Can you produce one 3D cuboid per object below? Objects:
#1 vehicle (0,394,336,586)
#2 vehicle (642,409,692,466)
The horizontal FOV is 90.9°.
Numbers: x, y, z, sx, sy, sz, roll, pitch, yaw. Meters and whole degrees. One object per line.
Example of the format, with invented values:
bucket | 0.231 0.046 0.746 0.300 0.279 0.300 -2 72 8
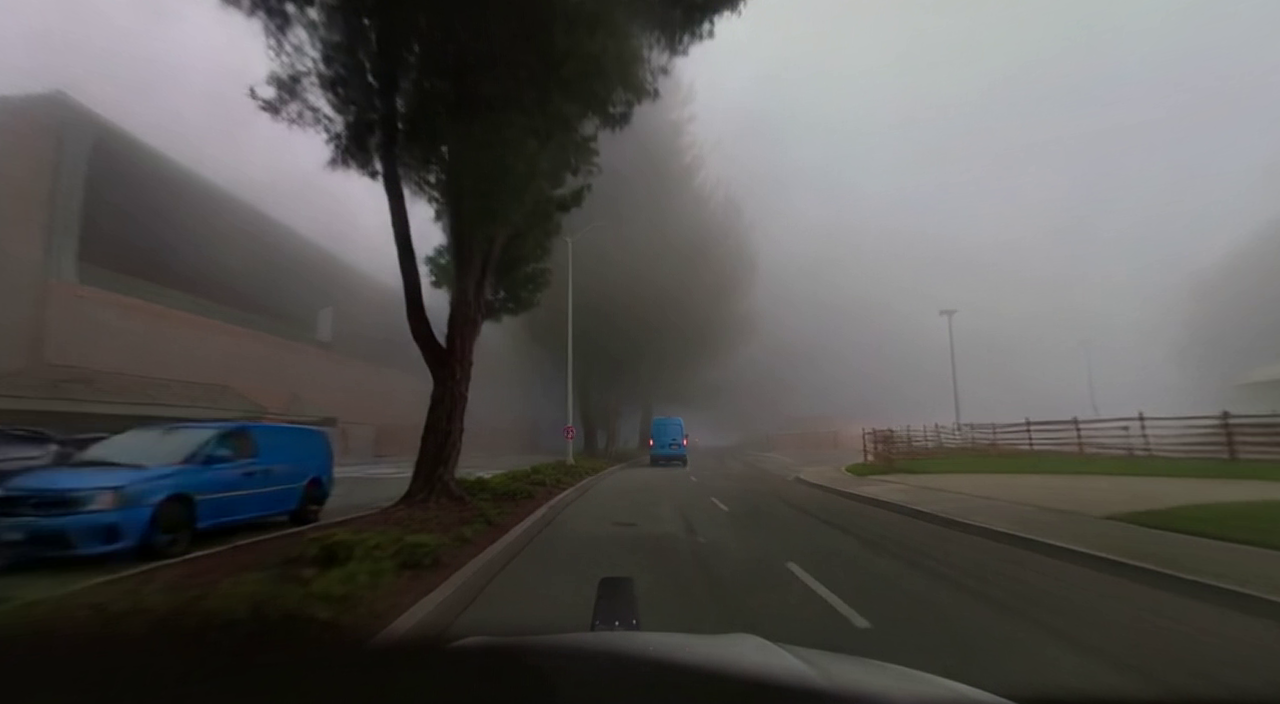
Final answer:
vehicle | -5.685 1.537 7.631 1.935 1.633 4.247 -1 -9 -1
vehicle | 1.539 4.577 33.789 2.435 2.816 5.232 -1 -8 5
